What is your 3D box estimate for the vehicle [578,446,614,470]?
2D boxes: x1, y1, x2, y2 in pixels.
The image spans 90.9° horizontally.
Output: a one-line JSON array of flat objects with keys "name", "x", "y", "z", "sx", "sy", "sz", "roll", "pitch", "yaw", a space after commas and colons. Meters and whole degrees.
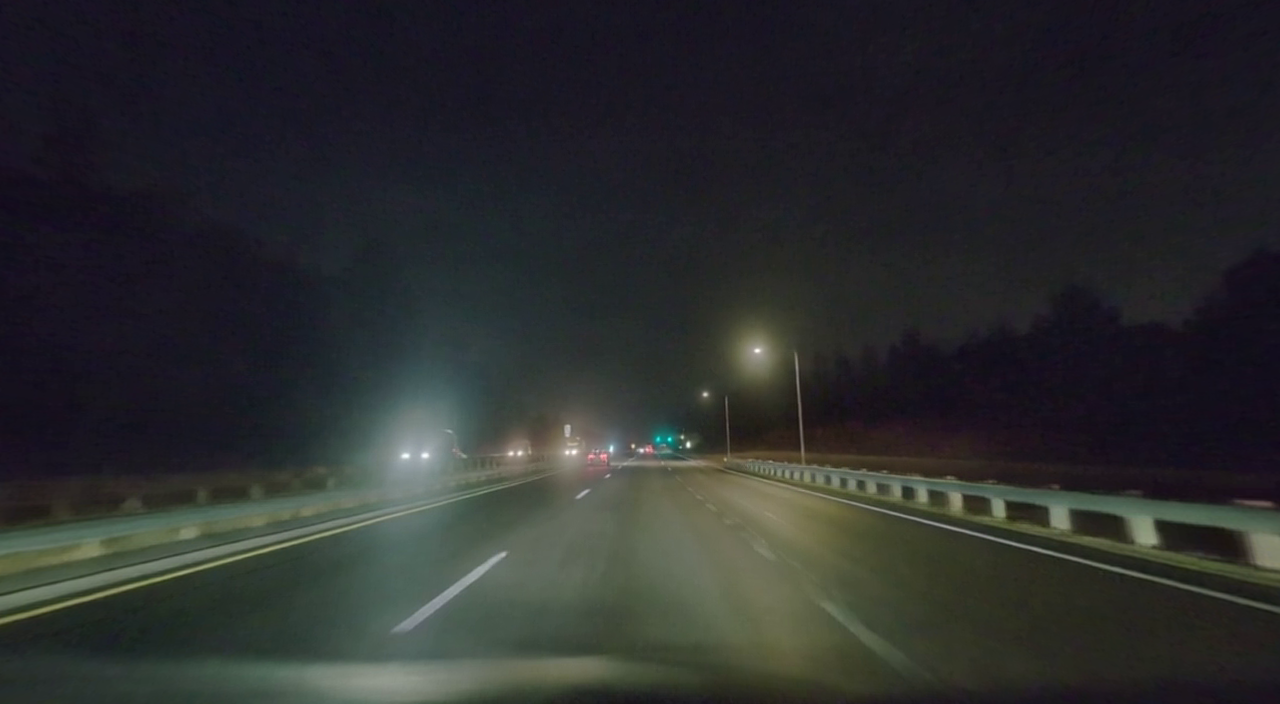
[{"name": "vehicle", "x": -2.871, "y": 7.035, "z": 42.021, "sx": 1.991, "sy": 1.473, "sz": 4.707, "roll": 0, "pitch": -9, "yaw": 0}]
